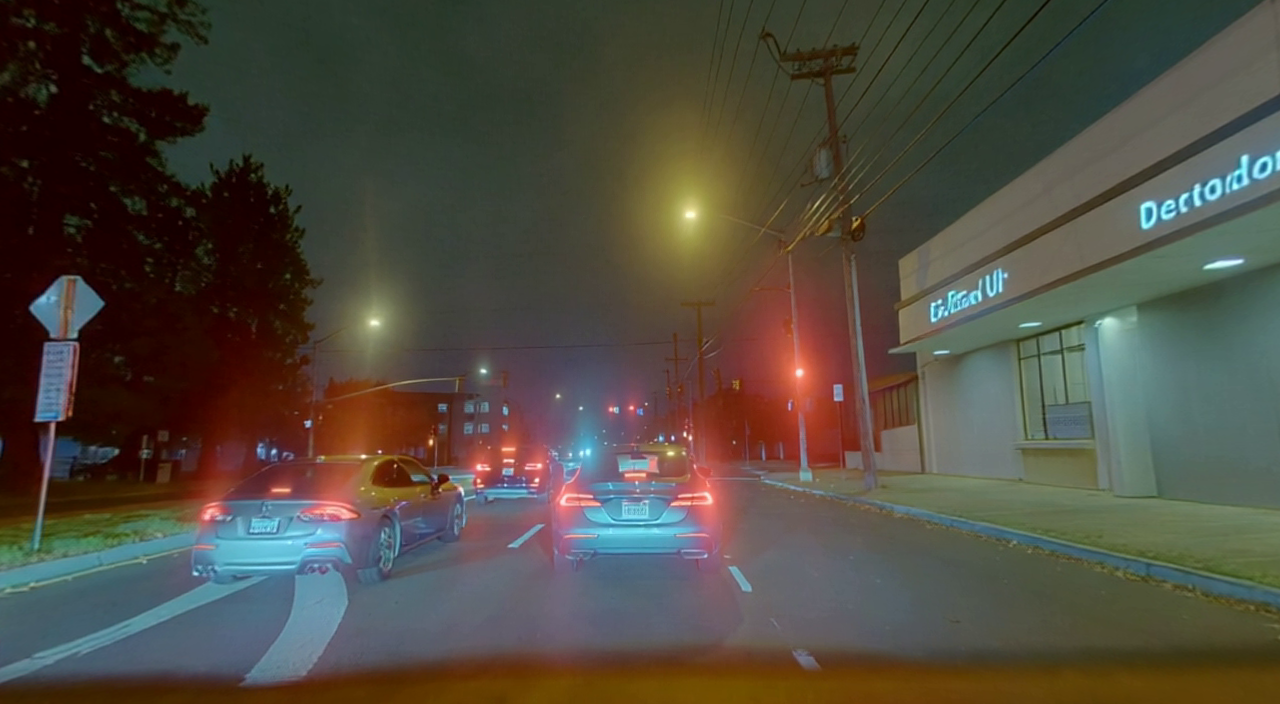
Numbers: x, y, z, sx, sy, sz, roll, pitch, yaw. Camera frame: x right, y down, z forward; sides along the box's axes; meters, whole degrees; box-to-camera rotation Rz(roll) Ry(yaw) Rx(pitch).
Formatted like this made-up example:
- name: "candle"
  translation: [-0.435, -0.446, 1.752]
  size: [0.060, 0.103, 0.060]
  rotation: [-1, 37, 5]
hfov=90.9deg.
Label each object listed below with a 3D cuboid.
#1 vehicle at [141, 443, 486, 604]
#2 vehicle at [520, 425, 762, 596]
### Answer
- name: "vehicle"
  translation: [-3.237, 1.742, 7.329]
  size: [1.765, 1.319, 4.013]
  rotation: [0, -9, 2]
- name: "vehicle"
  translation: [-0.006, 1.681, 7.533]
  size: [2.101, 1.469, 3.955]
  rotation: [0, -9, 0]
